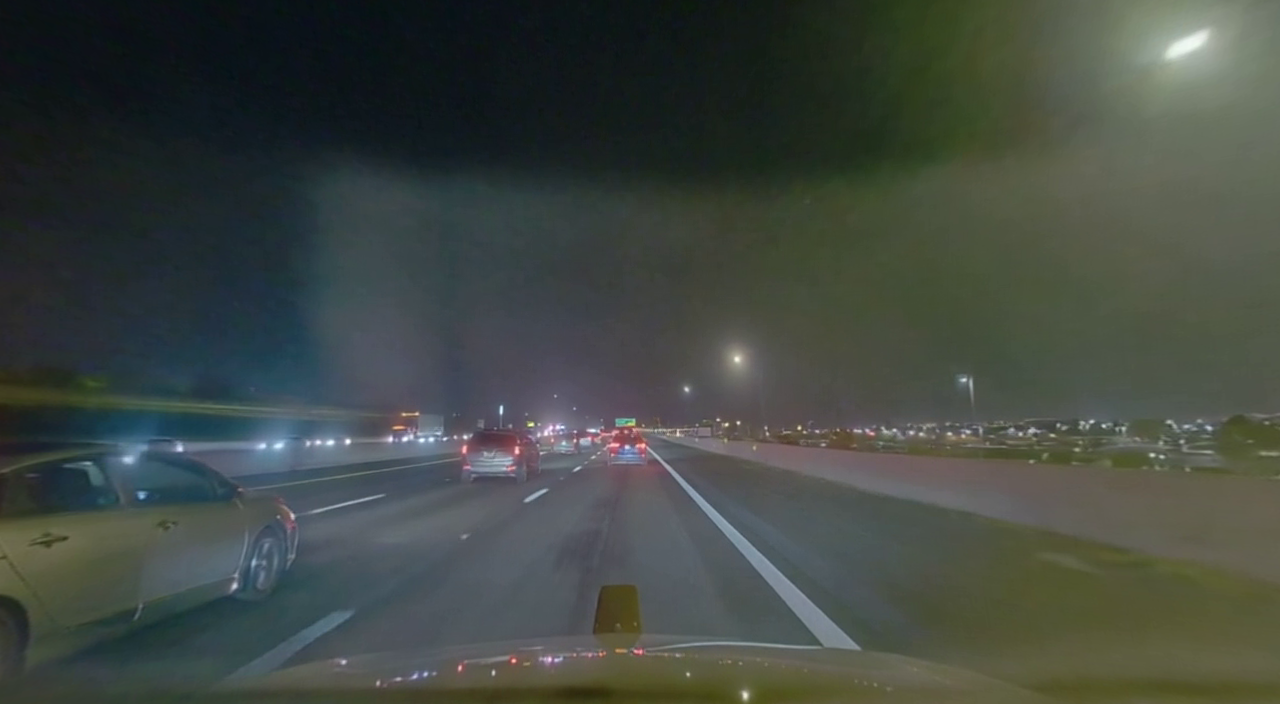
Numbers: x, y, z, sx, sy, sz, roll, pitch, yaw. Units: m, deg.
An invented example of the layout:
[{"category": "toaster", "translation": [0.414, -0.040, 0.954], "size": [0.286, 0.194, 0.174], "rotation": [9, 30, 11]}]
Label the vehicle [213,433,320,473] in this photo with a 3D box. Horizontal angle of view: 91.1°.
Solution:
[{"category": "vehicle", "translation": [-15.512, 4.201, 26.392], "size": [1.982, 1.516, 4.137], "rotation": [0, -8, 0]}]

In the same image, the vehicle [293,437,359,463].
[{"category": "vehicle", "translation": [-19.721, 6.166, 39.731], "size": [1.851, 1.499, 4.500], "rotation": [0, -8, 0]}]

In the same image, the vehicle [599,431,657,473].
[{"category": "vehicle", "translation": [-0.444, 3.841, 24.441], "size": [2.070, 1.452, 3.834], "rotation": [0, -8, 0]}]

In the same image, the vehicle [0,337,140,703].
[{"category": "vehicle", "translation": [-3.788, 0.600, 1.207], "size": [2.107, 1.703, 4.274], "rotation": [0, -8, 0]}]

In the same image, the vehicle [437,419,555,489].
[{"category": "vehicle", "translation": [-3.839, 2.813, 17.717], "size": [2.154, 1.690, 4.595], "rotation": [0, -8, 1]}]
